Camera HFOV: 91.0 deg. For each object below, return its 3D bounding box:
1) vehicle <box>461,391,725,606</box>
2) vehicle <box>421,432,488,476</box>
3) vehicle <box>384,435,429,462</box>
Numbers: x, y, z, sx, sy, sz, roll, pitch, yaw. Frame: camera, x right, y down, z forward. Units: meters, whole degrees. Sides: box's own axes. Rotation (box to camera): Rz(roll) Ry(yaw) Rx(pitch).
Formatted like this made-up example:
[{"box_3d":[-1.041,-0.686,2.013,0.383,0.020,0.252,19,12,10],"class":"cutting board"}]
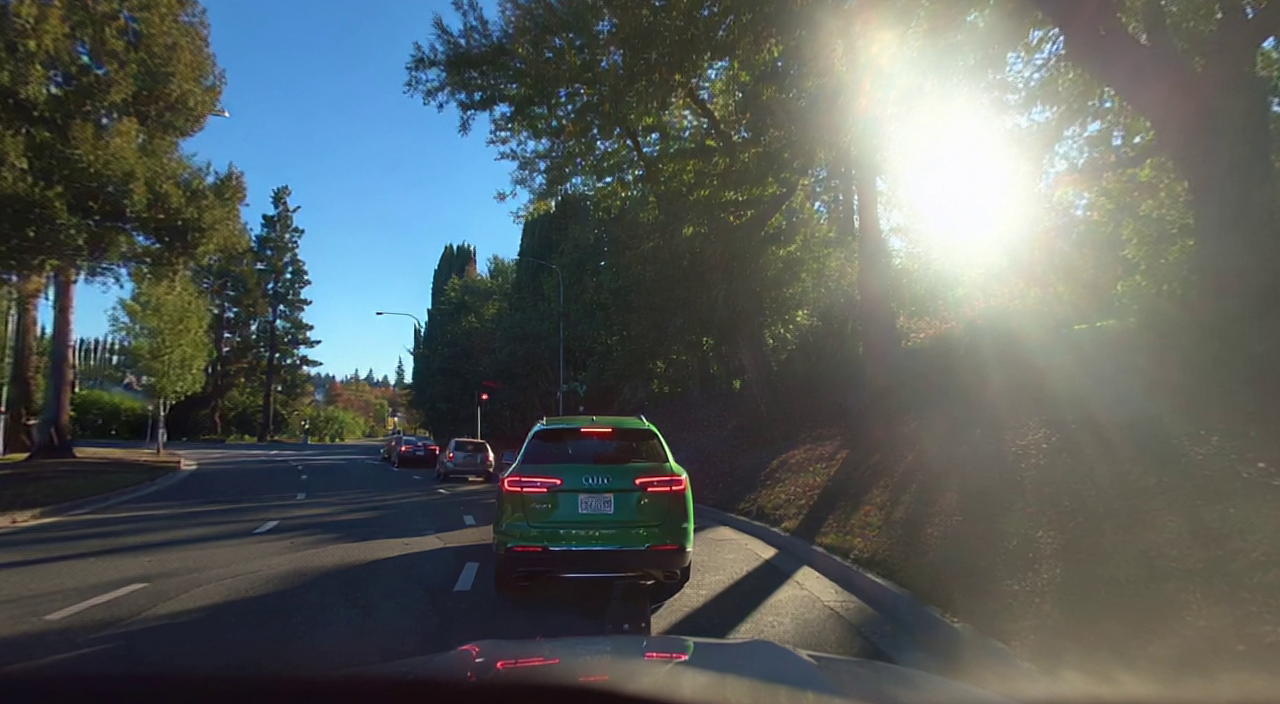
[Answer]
[{"box_3d":[-0.680,1.460,7.204,2.134,1.671,4.147,1,-8,-9],"class":"vehicle"},{"box_3d":[-7.283,3.939,24.486,1.902,1.536,3.662,4,-9,-25],"class":"vehicle"},{"box_3d":[-13.758,5.641,36.912,1.863,1.488,4.426,4,-9,-27],"class":"vehicle"}]
